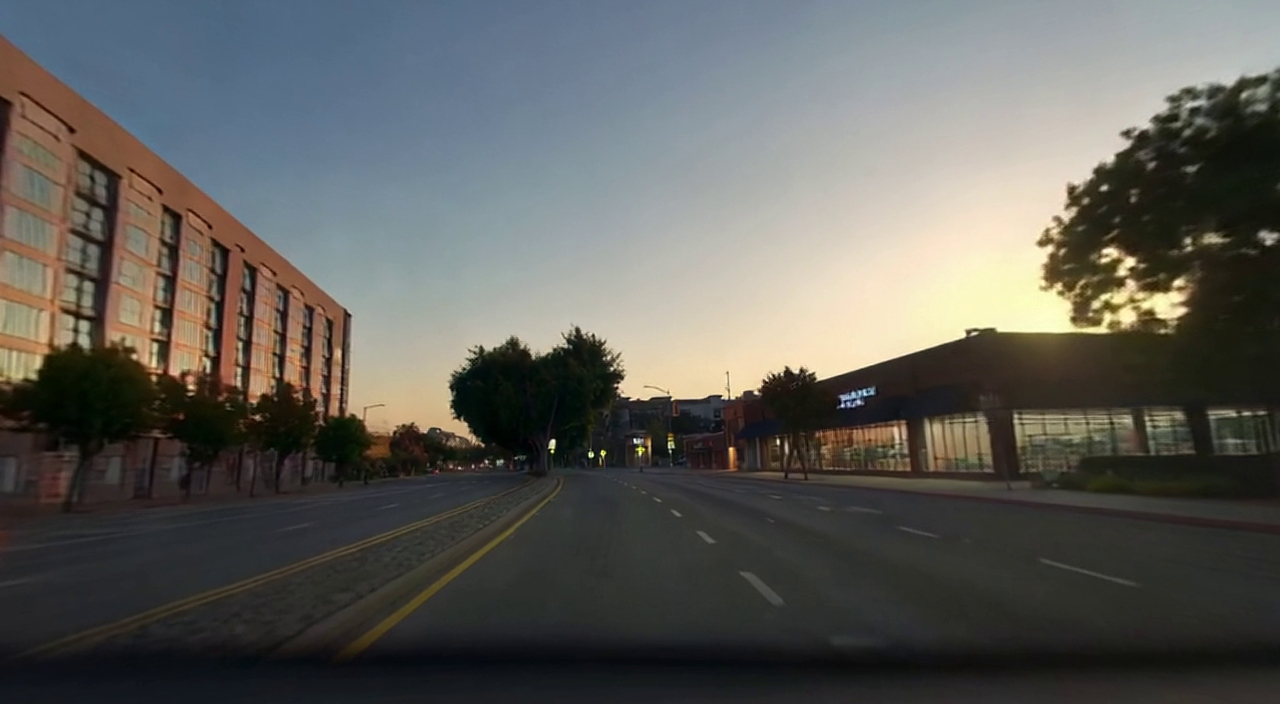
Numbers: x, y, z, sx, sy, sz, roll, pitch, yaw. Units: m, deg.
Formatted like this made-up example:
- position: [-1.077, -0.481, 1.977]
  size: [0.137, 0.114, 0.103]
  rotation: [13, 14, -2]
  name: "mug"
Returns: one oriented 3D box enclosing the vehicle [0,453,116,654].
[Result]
- position: [-5.633, 1.336, 3.536]
  size: [1.894, 1.474, 4.332]
  rotation: [0, -9, -4]
  name: "vehicle"
